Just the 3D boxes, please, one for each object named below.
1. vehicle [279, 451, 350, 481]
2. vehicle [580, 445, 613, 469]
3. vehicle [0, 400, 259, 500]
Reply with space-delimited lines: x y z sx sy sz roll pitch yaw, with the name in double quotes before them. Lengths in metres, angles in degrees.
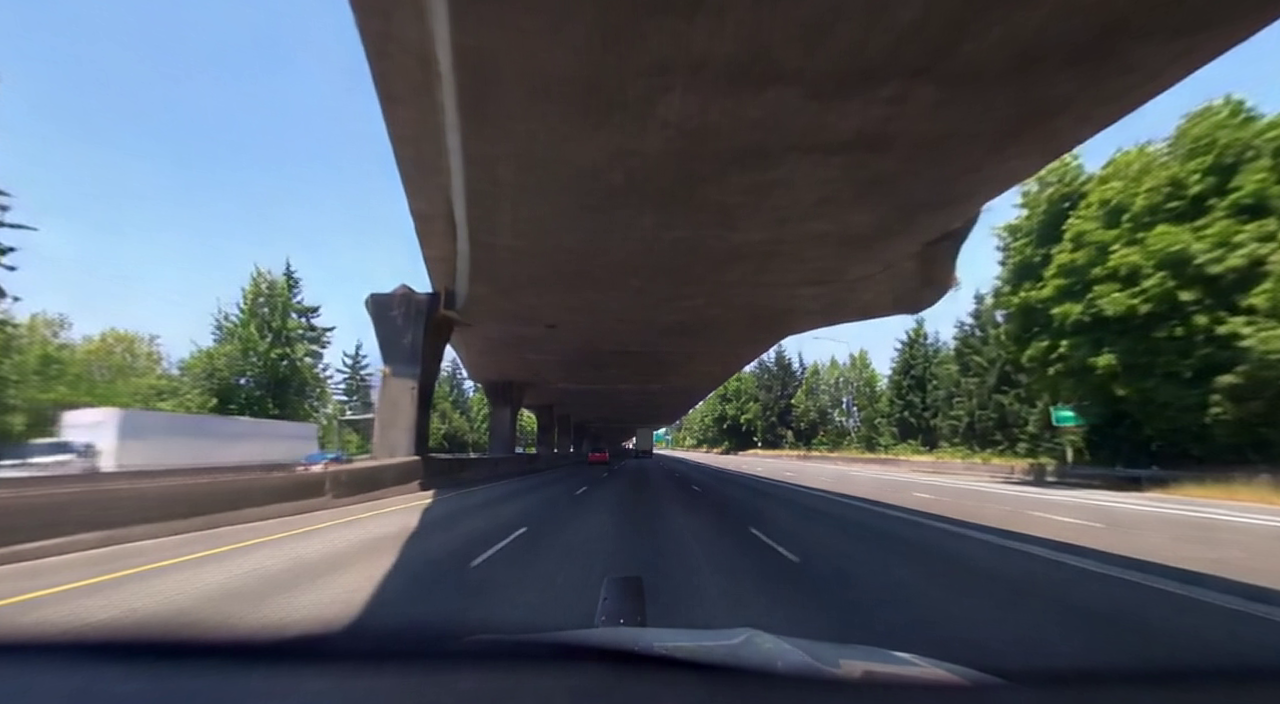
"vehicle" -19.158 6.687 37.343 1.955 1.634 4.185 0 -9 0
"vehicle" -3.267 8.018 48.377 2.160 1.724 4.997 0 -9 0
"vehicle" -23.659 4.733 30.628 3.453 3.942 10.998 0 -9 0
